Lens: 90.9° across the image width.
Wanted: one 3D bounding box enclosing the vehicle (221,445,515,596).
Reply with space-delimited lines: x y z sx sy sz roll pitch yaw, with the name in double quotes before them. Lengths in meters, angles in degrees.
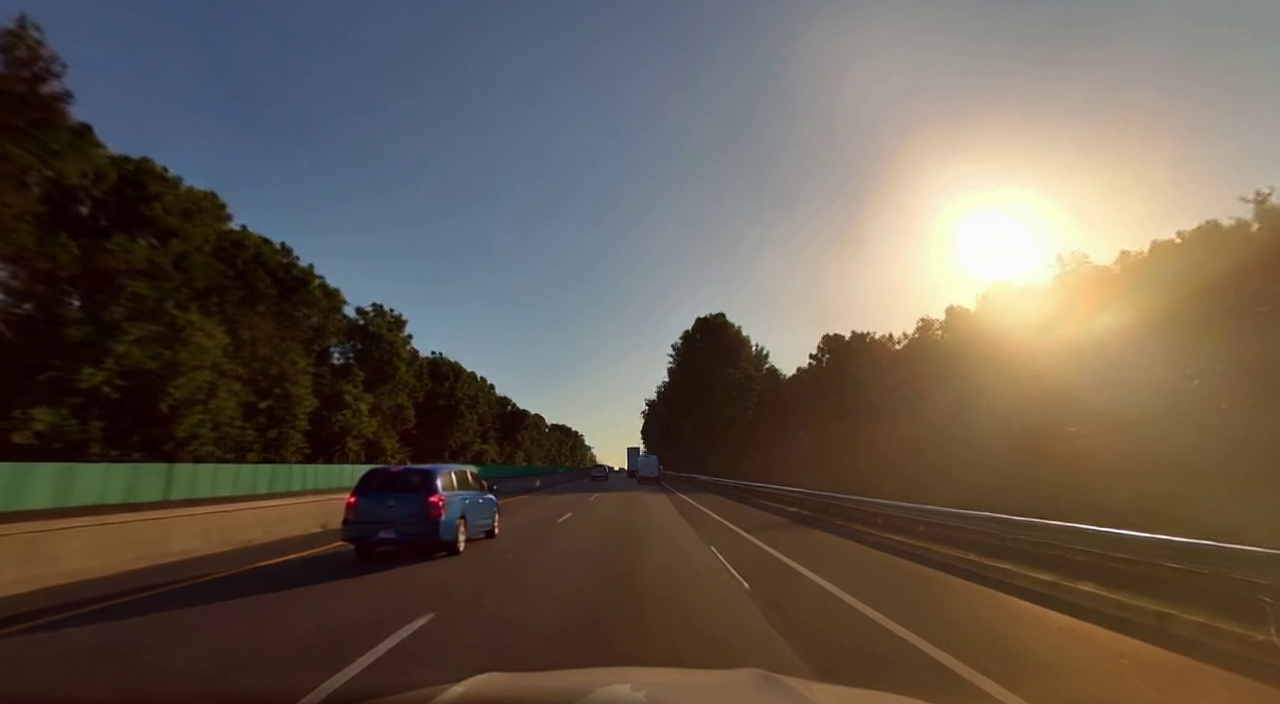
"vehicle" -3.206 2.126 8.668 2.038 1.490 4.391 1 -11 0
